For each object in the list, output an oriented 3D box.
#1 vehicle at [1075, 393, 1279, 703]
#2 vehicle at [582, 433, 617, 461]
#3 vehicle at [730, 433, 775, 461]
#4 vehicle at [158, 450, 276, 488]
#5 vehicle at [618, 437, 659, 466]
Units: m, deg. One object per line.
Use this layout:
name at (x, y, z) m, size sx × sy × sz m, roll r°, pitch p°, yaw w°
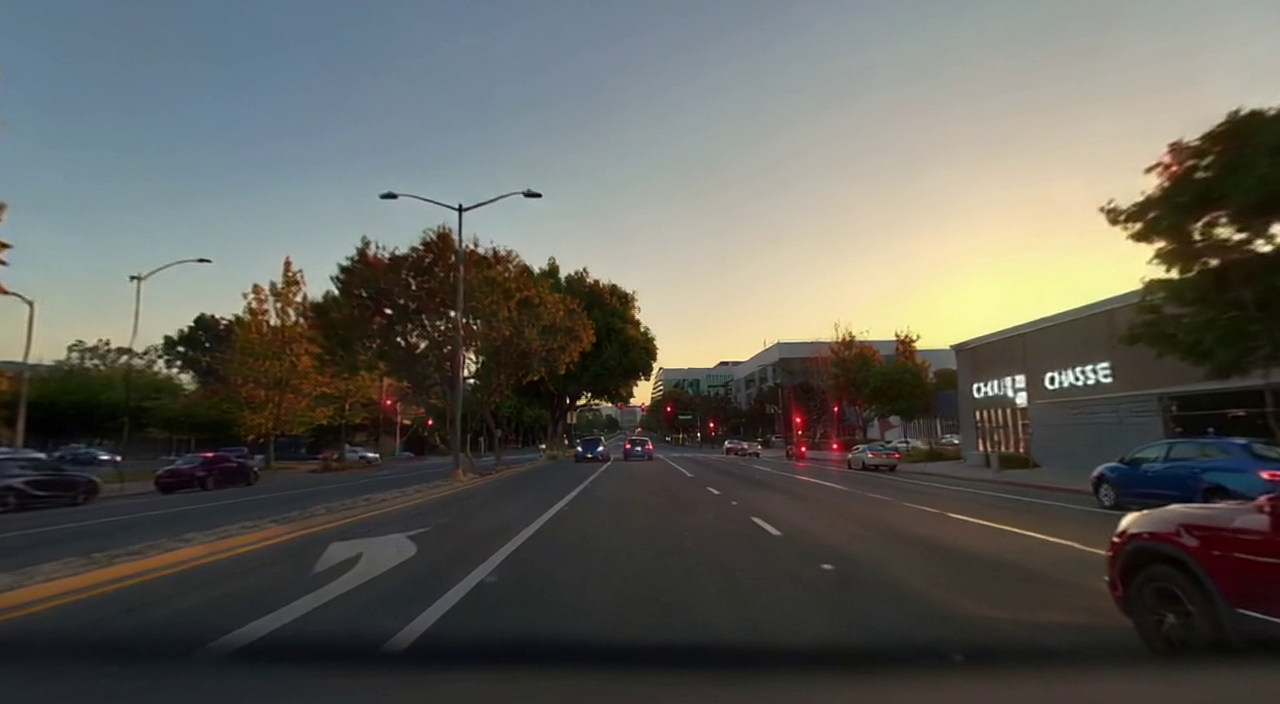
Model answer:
vehicle at (3.733, 0.775, 1.764) m, size 1.861 × 1.473 × 4.393 m, roll 0°, pitch -8°, yaw -1°
vehicle at (-2.756, 6.594, 43.959) m, size 2.064 × 1.825 × 4.760 m, roll 0°, pitch -8°, yaw 1°
vehicle at (7.402, 6.329, 41.985) m, size 2.068 × 1.731 × 4.752 m, roll 0°, pitch -8°, yaw -1°
vehicle at (-18.089, 4.995, 27.323) m, size 1.865 × 1.460 × 4.693 m, roll 0°, pitch -8°, yaw 0°
vehicle at (-0.080, 5.368, 34.198) m, size 2.097 × 1.480 × 4.006 m, roll 0°, pitch -8°, yaw 0°
